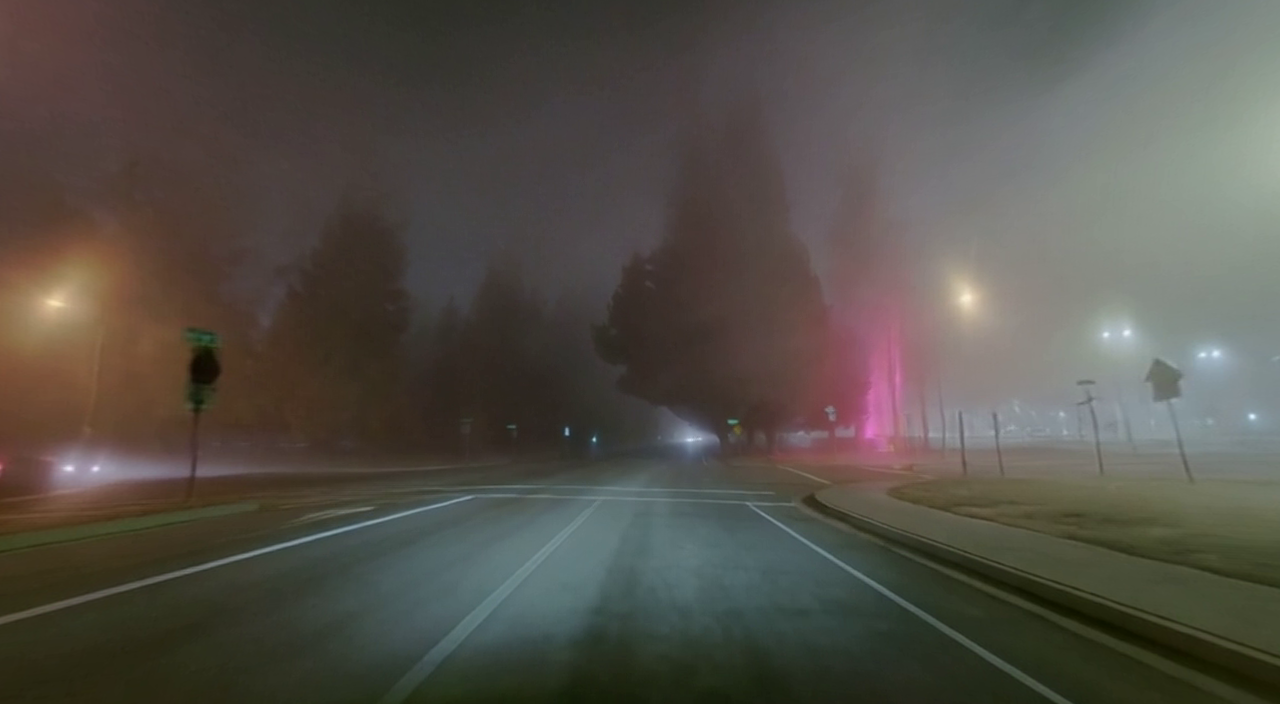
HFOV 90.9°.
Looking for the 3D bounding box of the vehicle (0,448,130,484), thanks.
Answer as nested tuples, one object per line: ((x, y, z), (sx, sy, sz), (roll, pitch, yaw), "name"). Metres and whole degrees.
((-25.629, 4.964, 27.668), (4.935, 1.476, 2.141), (-1, -8, 8), "vehicle")
